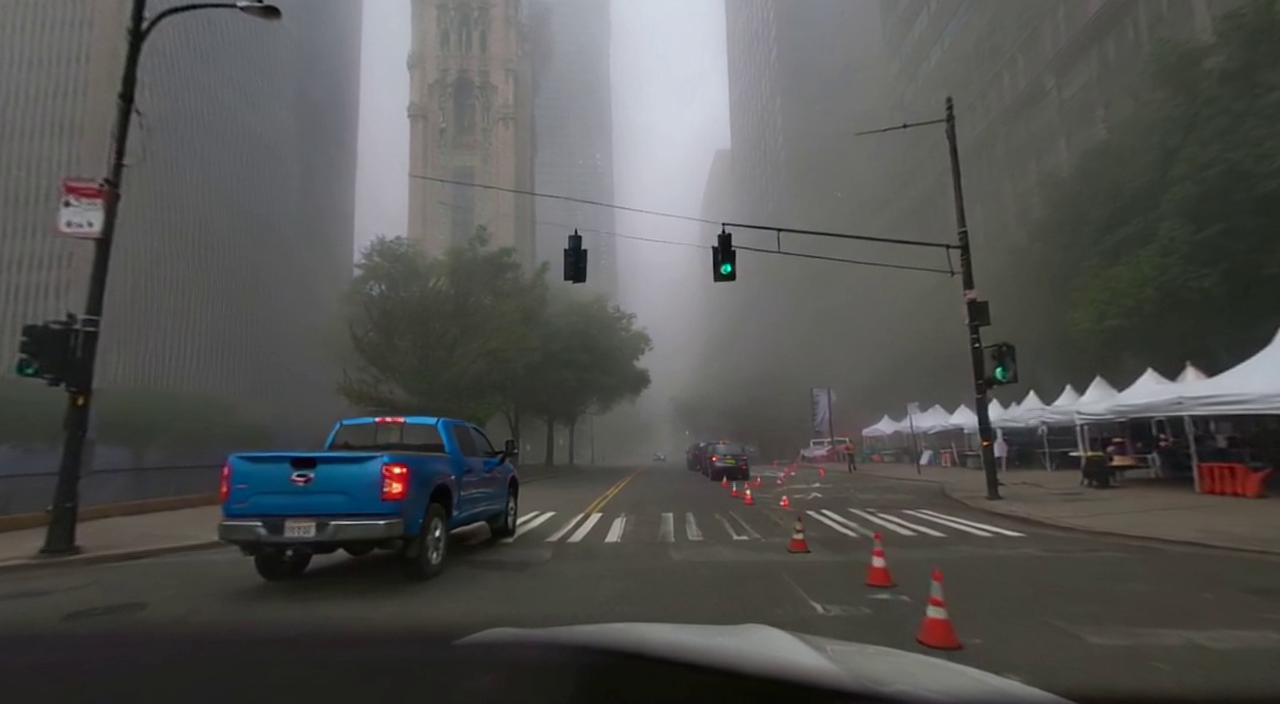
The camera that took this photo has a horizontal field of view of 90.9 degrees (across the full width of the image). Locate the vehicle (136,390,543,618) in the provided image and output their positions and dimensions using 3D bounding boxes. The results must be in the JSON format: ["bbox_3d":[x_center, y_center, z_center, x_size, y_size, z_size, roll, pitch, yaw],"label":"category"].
[{"bbox_3d":[-3.066,1.756,8.382,2.452,1.954,5.653,-1,-9,2],"label":"vehicle"}]

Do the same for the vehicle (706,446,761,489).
[{"bbox_3d":[3.826,4.709,26.088,2.023,1.607,4.225,-2,-9,7],"label":"vehicle"}]
